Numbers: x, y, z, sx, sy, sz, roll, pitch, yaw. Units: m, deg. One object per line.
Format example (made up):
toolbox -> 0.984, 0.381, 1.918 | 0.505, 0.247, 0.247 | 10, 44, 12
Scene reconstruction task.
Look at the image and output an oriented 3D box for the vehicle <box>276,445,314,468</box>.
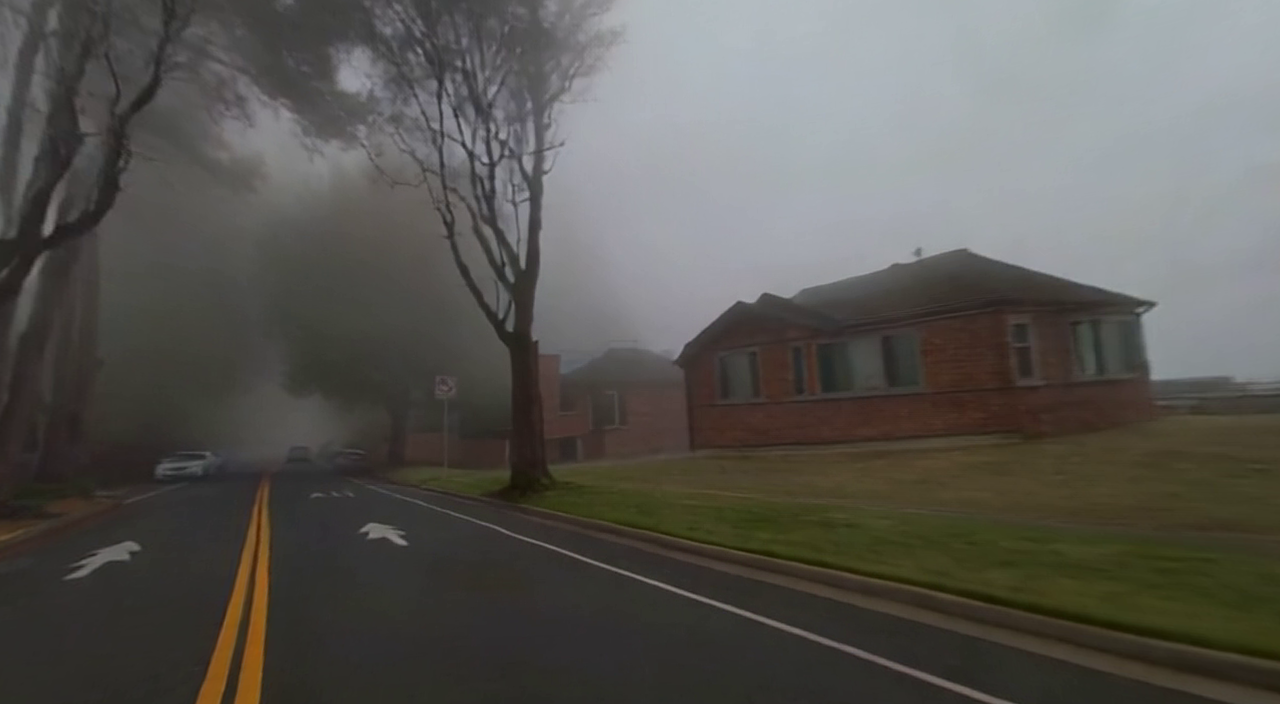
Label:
vehicle -> -23.840, 7.207, 43.645 | 2.067, 1.476, 4.256 | 5, -9, -28
